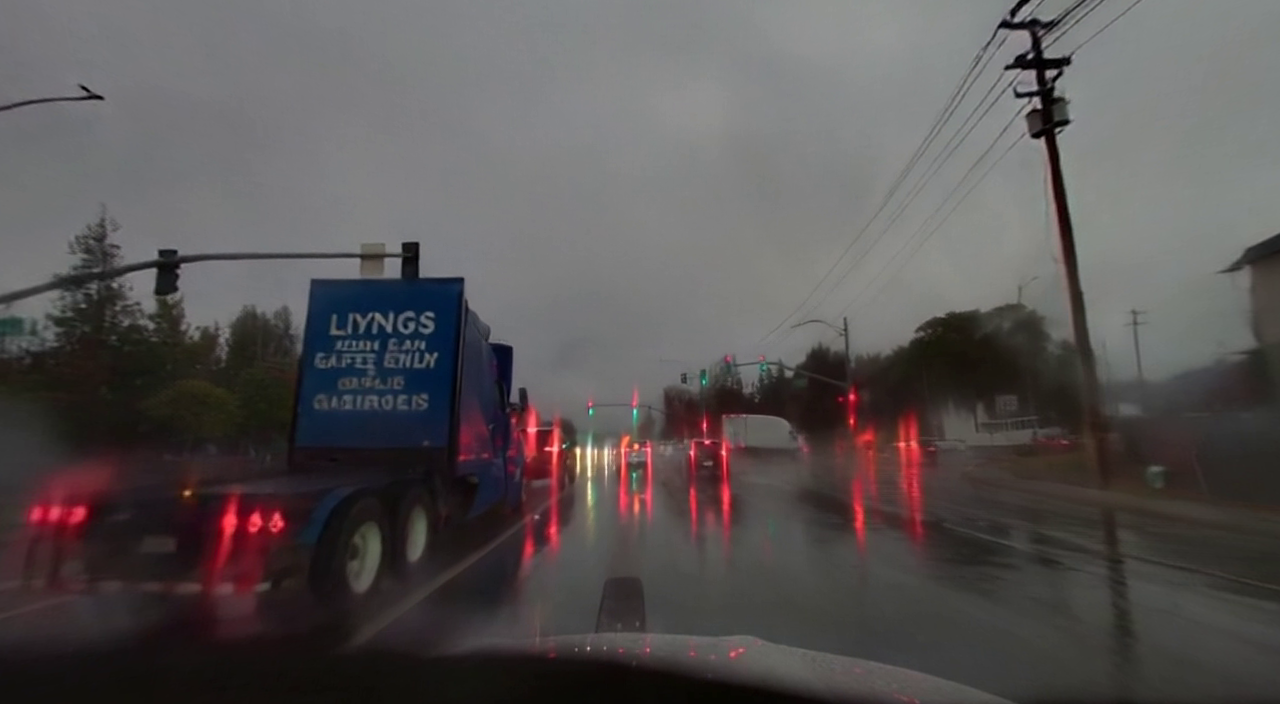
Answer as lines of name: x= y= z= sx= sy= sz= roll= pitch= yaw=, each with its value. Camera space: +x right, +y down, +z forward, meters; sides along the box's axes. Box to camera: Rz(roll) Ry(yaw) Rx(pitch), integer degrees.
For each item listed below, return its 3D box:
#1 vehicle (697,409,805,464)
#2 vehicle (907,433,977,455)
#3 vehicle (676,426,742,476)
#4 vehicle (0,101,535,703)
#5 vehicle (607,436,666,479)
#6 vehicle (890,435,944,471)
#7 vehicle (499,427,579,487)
vehicle: x=7.475 y=5.689 z=42.647 sx=6.670 sy=3.450 sz=2.666 roll=3 pitch=-9 yaw=-22
vehicle: x=23.729 y=7.238 z=49.664 sx=5.208 sy=1.624 sz=1.927 roll=3 pitch=-9 yaw=-24
vehicle: x=2.722 y=4.054 z=26.010 sx=2.086 sy=1.849 sz=4.607 roll=0 pitch=-8 yaw=-2
vehicle: x=-3.418 y=0.758 z=7.612 sx=2.889 sy=3.347 sz=8.285 roll=0 pitch=-8 yaw=0
vehicle: x=-0.167 y=4.045 z=24.545 sx=2.117 sy=1.499 sz=4.036 roll=0 pitch=-8 yaw=-1
vehicle: x=14.026 y=5.045 z=31.863 sx=2.102 sy=1.662 sz=4.533 roll=-4 pitch=-9 yaw=27
vehicle: x=-3.286 y=3.531 z=21.514 sx=1.994 sy=1.806 sz=4.564 roll=0 pitch=-8 yaw=0
